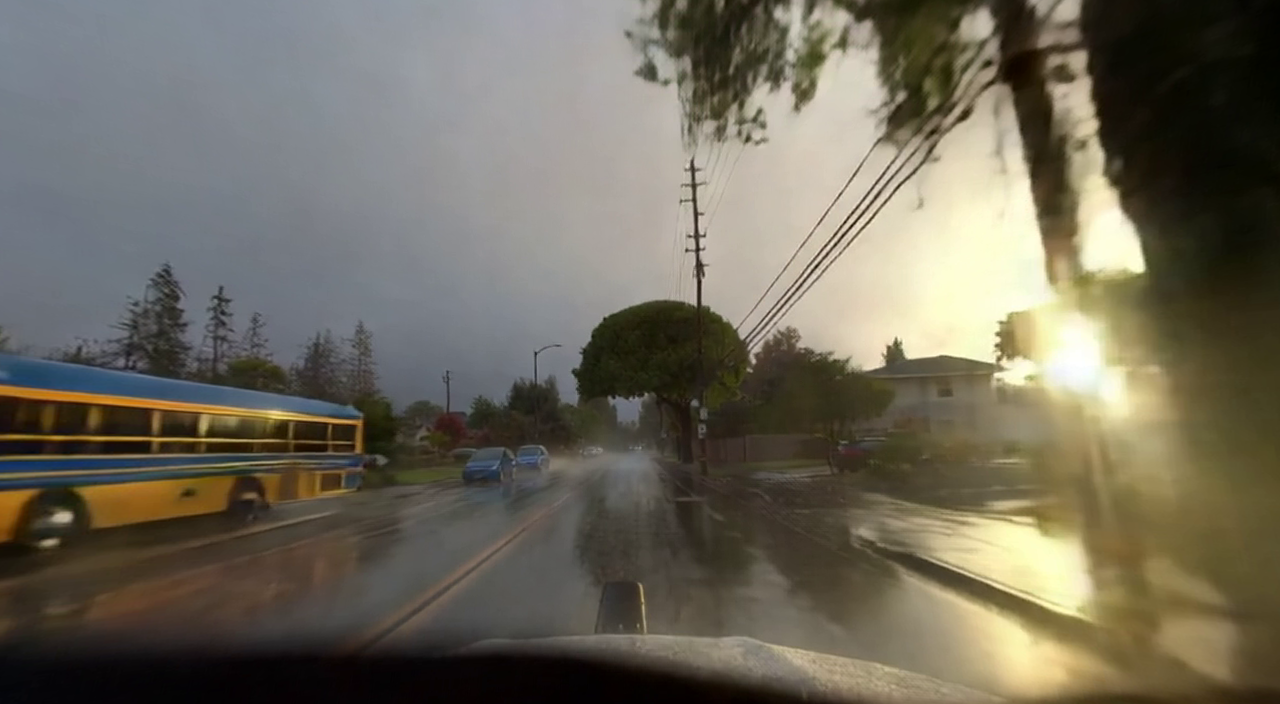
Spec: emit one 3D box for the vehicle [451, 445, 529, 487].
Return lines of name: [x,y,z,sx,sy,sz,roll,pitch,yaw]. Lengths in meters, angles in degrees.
vehicle: [-6.606,5.080,28.373,2.129,1.556,4.778,-4,-9,2]

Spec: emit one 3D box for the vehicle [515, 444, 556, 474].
vehicle: [-6.811,6.975,41.387,1.923,1.687,4.511,-4,-8,-1]
